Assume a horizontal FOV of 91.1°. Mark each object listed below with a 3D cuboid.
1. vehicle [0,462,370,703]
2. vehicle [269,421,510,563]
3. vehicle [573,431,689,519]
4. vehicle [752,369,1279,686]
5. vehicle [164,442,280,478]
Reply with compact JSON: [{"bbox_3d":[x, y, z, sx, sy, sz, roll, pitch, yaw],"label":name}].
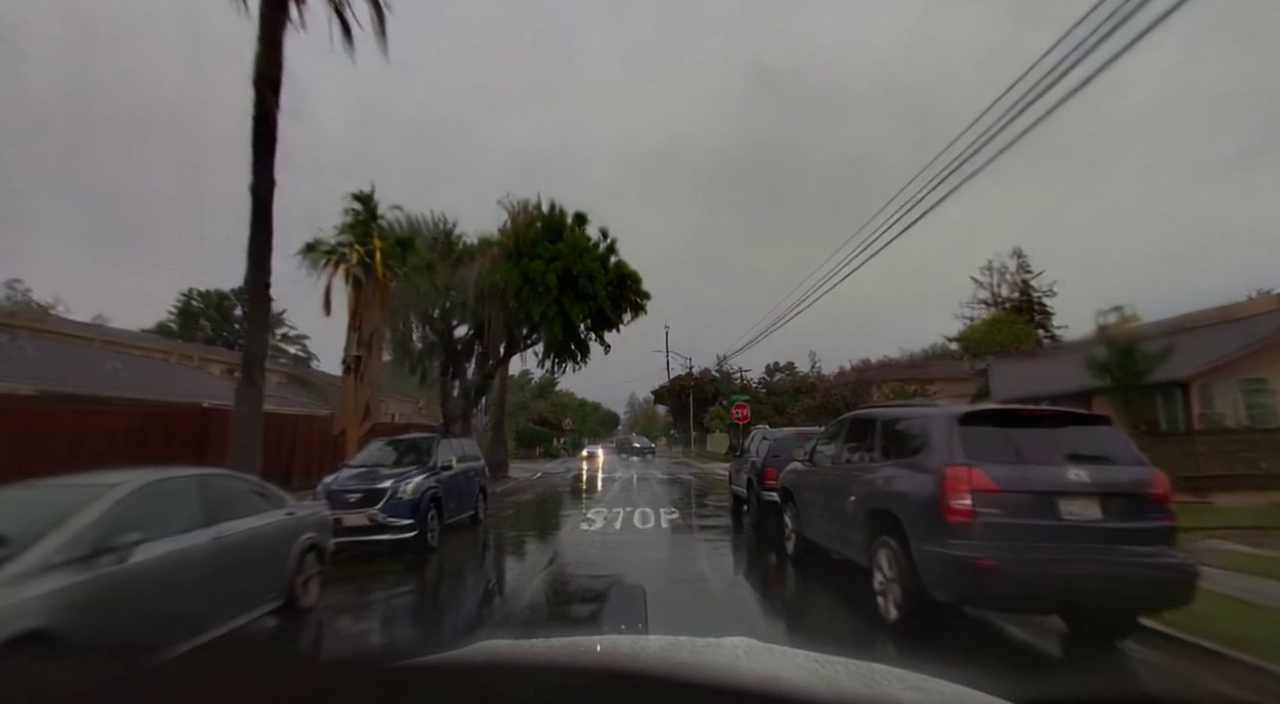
[{"bbox_3d":[-3.357,1.386,3.850,1.728,1.305,3.805,0,-8,0],"label":"vehicle"},{"bbox_3d":[-3.393,1.964,9.526,1.965,1.657,4.104,0,-8,0],"label":"vehicle"},{"bbox_3d":[-0.171,2.441,12.973,2.010,1.499,4.107,0,-9,0],"label":"vehicle"},{"bbox_3d":[2.530,1.271,5.766,2.136,1.650,4.837,0,-8,0],"label":"vehicle"},{"bbox_3d":[-20.972,5.431,31.634,4.557,1.618,1.846,-2,-9,2],"label":"vehicle"}]
